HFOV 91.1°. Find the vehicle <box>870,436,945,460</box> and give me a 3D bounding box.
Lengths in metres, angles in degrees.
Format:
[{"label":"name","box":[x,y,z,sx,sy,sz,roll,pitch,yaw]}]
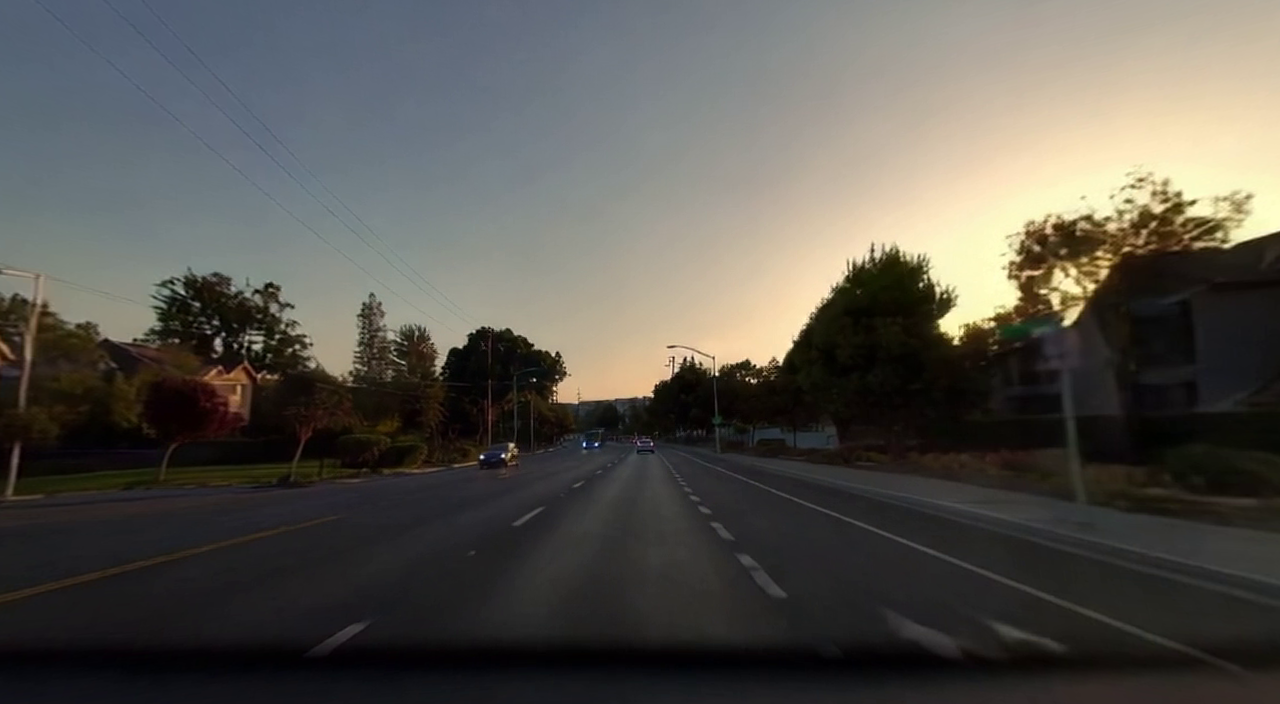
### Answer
[{"label":"vehicle","box":[20.671,7.416,48.599,4.849,1.470,2.041,-3,-7,-8]}]
